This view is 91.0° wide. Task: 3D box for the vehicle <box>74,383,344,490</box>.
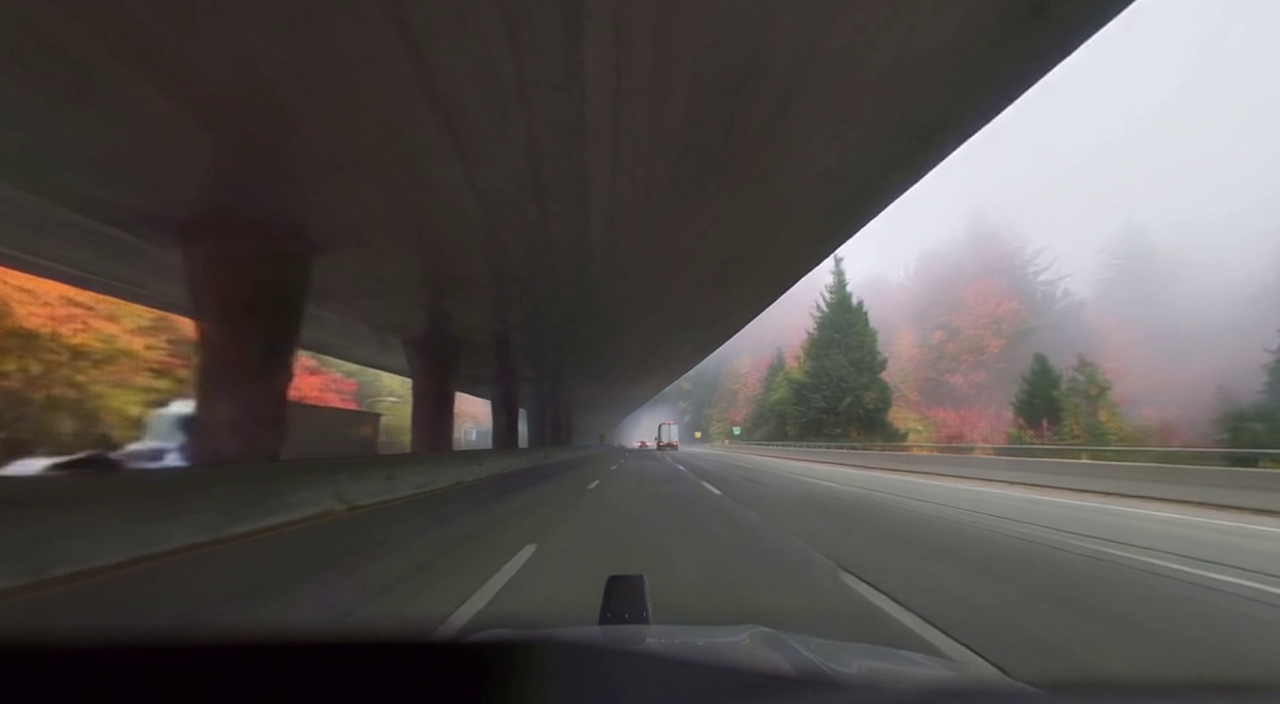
[{"bbox_3d":[-19.309,4.106,30.203,3.734,4.021,12.759,0,-8,1],"label":"vehicle"}]
